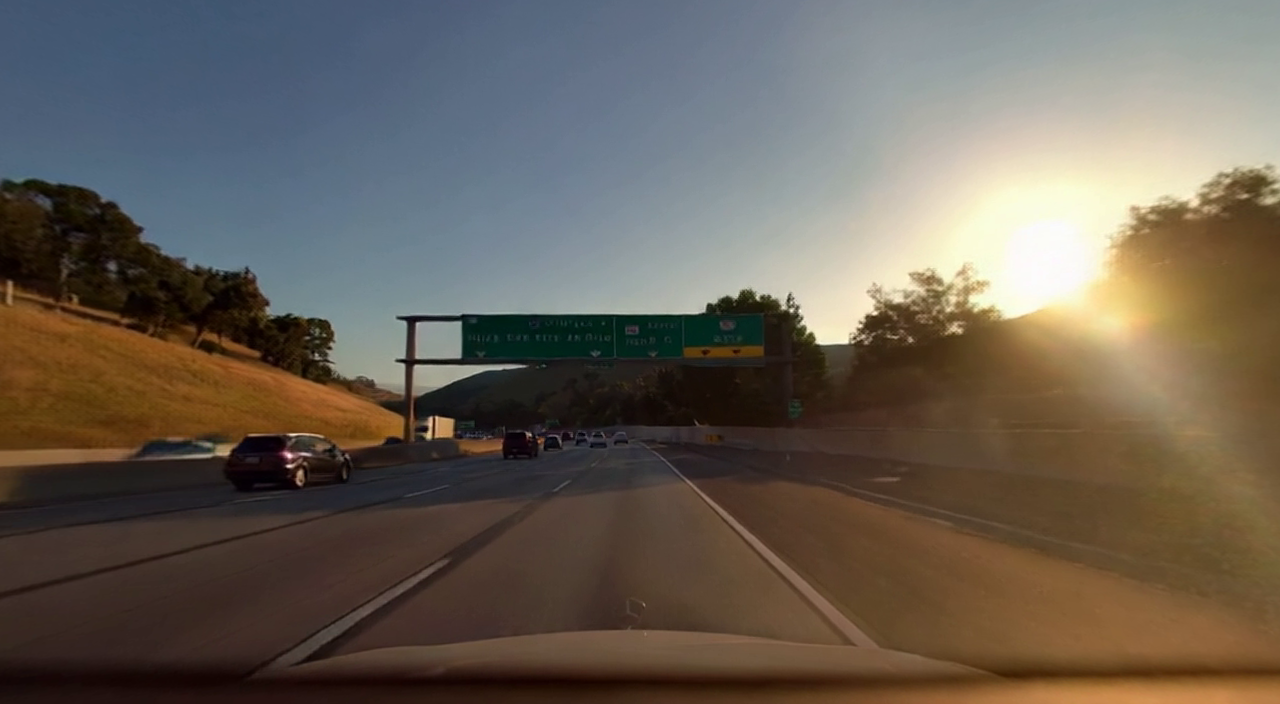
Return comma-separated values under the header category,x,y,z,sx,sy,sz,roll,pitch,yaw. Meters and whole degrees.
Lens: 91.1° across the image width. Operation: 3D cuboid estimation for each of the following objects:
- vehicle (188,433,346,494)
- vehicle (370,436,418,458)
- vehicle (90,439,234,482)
category,x,y,z,sx,sy,sz,roll,pitch,yaw
vehicle,-11.139,3.352,19.245,2.001,1.625,4.528,0,-8,1
vehicle,-18.357,7.086,46.990,1.889,1.546,4.305,0,-8,0
vehicle,-18.200,4.122,24.239,1.909,1.482,4.647,0,-8,0
